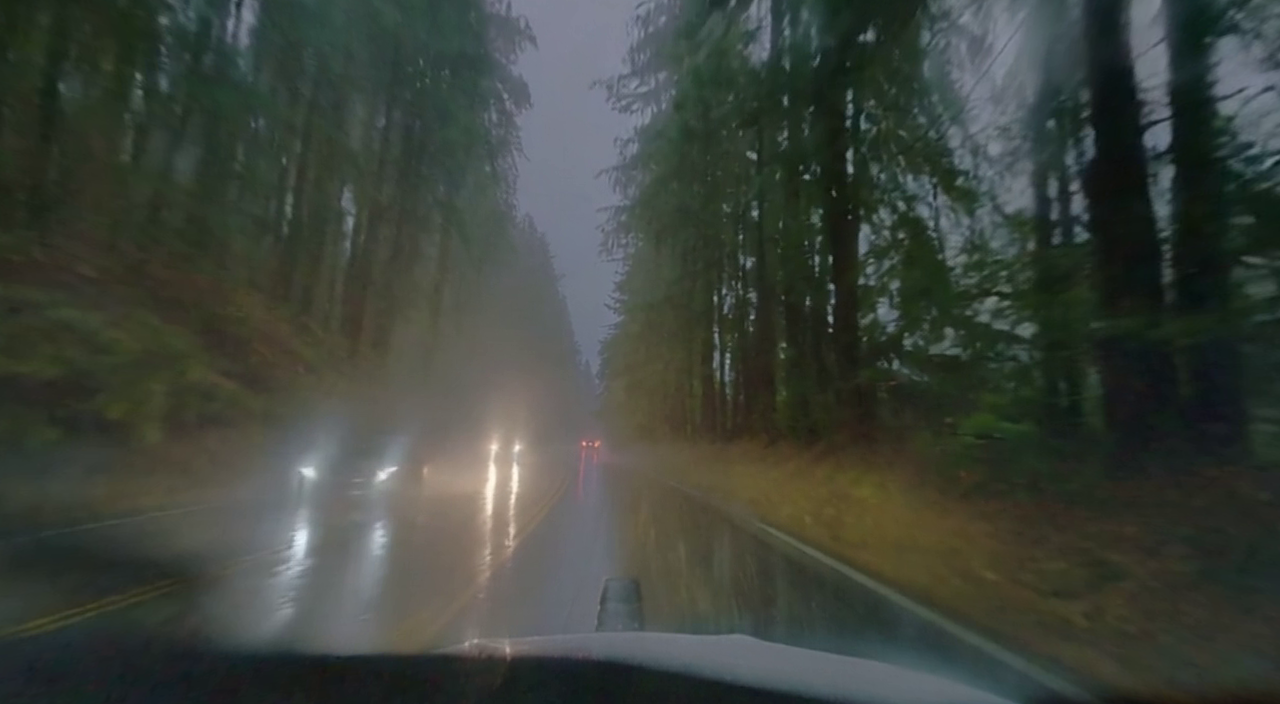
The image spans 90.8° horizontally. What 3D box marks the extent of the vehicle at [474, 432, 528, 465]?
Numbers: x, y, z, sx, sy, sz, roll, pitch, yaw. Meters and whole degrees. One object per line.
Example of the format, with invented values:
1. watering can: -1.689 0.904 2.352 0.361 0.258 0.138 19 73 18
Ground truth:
1. vehicle: -7.813 5.461 35.940 2.318 1.754 4.328 1 -8 -4

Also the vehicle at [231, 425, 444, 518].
1. vehicle: -5.630 2.283 12.584 2.139 1.498 4.453 0 -8 -2
